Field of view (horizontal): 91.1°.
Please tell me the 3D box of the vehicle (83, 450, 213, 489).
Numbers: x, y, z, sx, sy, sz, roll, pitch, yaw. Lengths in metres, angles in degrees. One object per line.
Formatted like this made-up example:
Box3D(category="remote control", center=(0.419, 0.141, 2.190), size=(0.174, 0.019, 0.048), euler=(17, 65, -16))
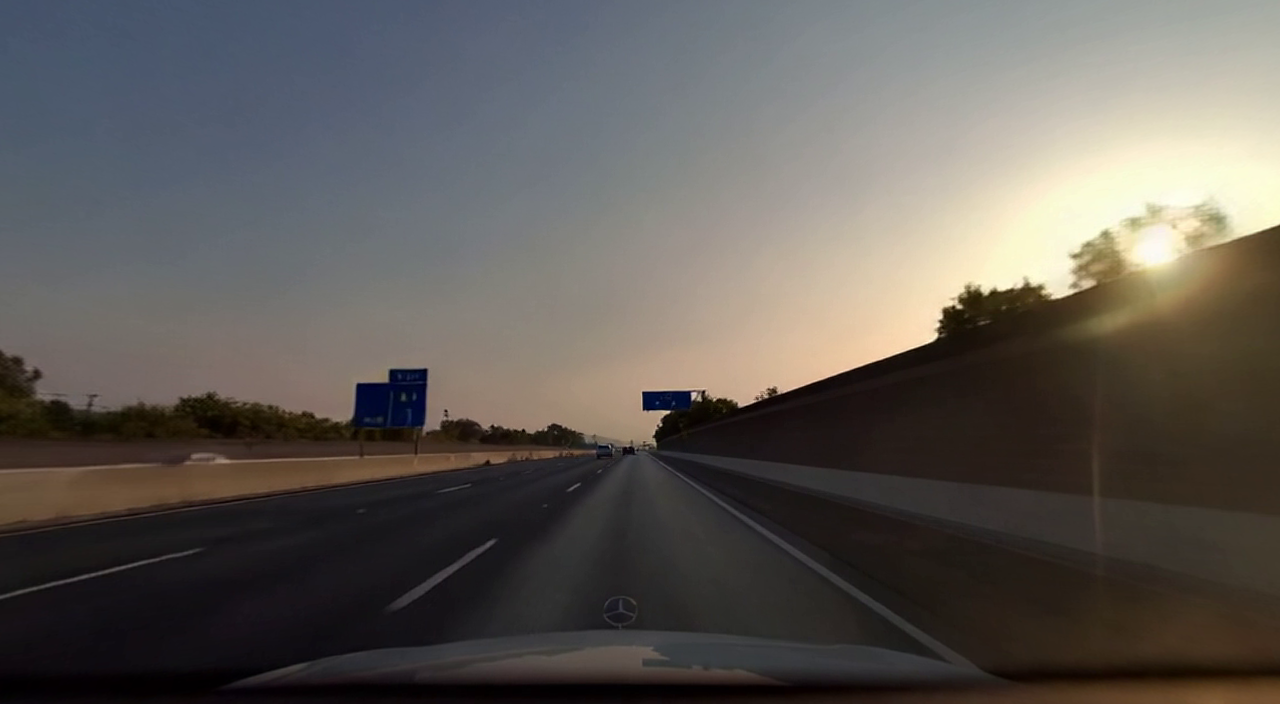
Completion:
Box3D(category="vehicle", center=(-20.706, 4.932, 26.767), size=(1.867, 1.452, 4.519), euler=(0, -9, 0))
